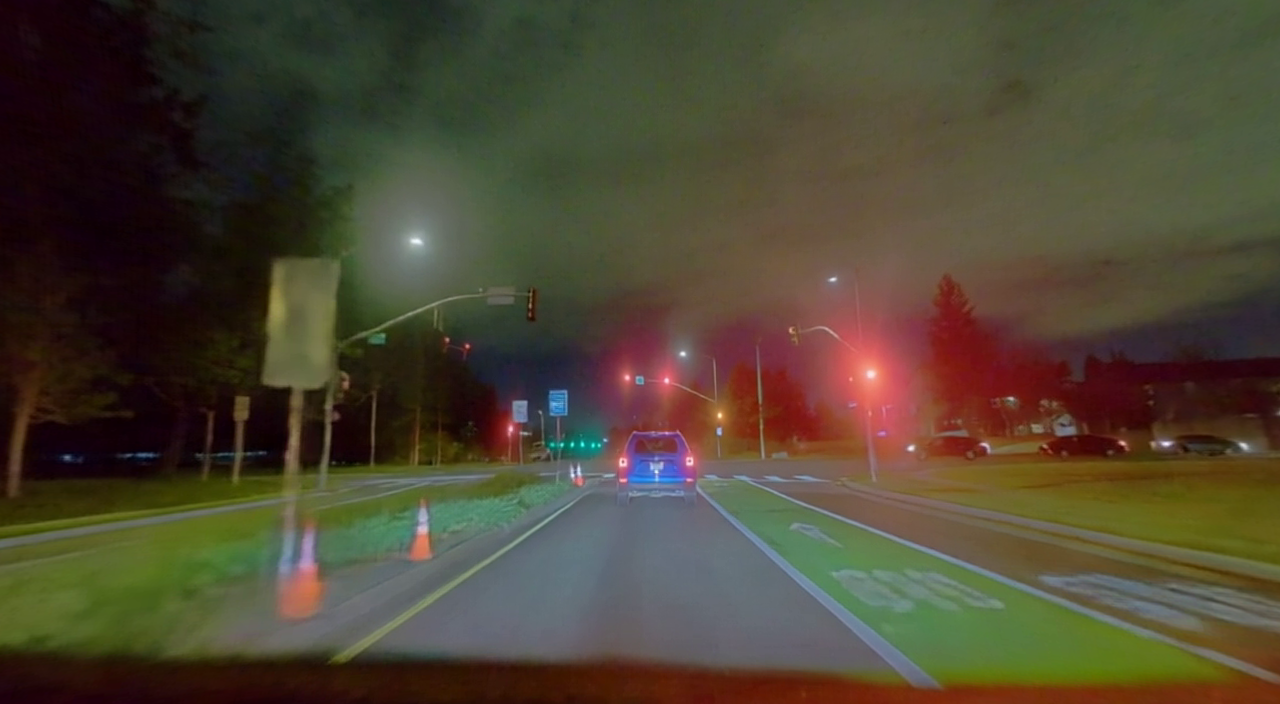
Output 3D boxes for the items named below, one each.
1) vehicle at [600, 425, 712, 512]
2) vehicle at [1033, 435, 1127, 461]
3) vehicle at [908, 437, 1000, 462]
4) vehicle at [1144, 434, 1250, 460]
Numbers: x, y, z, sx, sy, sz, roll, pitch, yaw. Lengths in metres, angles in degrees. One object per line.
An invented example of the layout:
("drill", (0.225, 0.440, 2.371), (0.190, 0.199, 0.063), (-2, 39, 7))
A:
("vehicle", (0.344, 2.800, 15.670), (2.339, 1.790, 4.629), (0, -9, 0))
("vehicle", (26.693, 5.834, 38.385), (4.343, 1.518, 1.845), (0, -9, -3))
("vehicle", (18.879, 5.896, 38.143), (4.492, 1.422, 1.961), (0, -9, -1))
("vehicle", (33.492, 5.733, 38.051), (4.483, 1.481, 2.082), (0, -9, -3))
